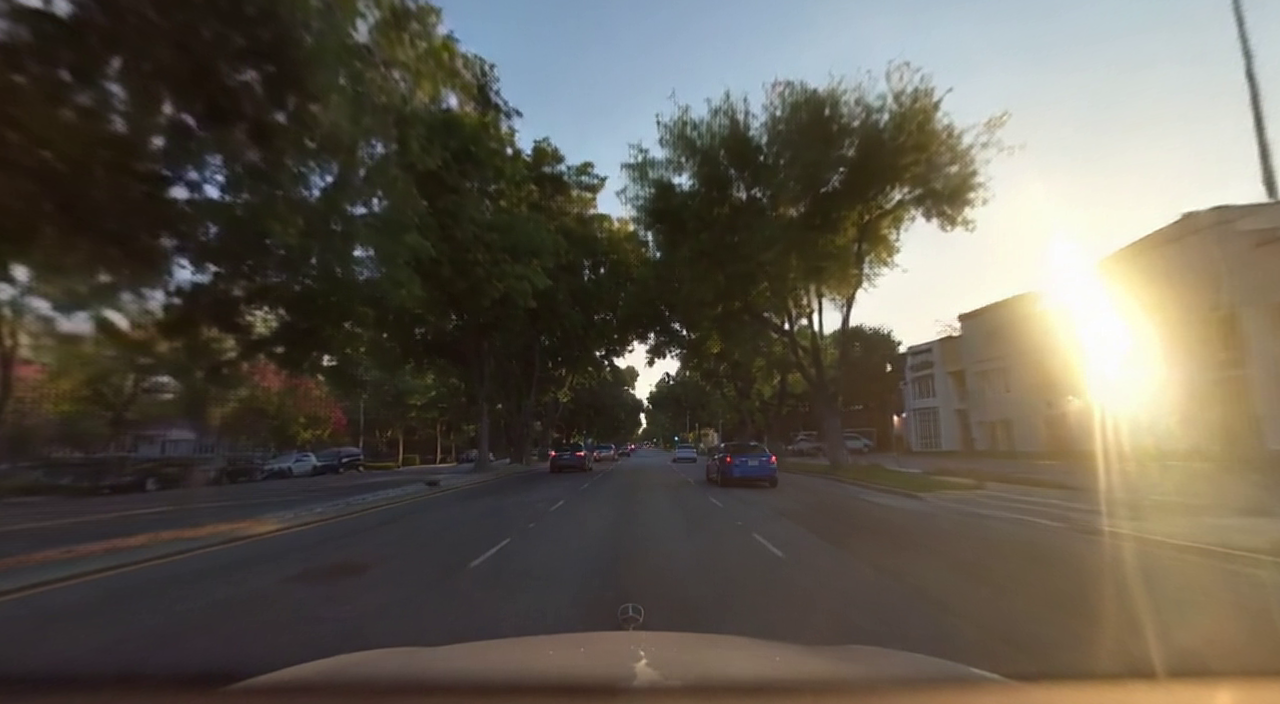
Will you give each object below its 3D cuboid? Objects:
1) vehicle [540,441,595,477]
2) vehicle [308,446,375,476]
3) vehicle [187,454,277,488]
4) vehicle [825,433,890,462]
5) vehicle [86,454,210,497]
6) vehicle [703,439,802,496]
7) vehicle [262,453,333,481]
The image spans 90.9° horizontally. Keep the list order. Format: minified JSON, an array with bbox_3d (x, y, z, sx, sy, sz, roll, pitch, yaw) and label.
[{"bbox_3d":[-3.433,5.127,30.484,2.113,1.626,4.129,0,-8,1],"label":"vehicle"},{"bbox_3d":[-22.270,8.114,47.341,2.255,2.117,5.319,-1,-8,2],"label":"vehicle"},{"bbox_3d":[-22.379,6.517,34.806,1.794,1.664,4.582,0,-8,1],"label":"vehicle"},{"bbox_3d":[16.832,7.401,49.109,2.160,2.093,5.795,1,-9,-10],"label":"vehicle"},{"bbox_3d":[-22.515,5.637,29.138,1.918,1.698,4.581,-1,-8,1],"label":"vehicle"},{"bbox_3d":[3.166,3.358,18.769,2.083,1.474,4.360,0,-8,-1],"label":"vehicle"},{"bbox_3d":[-22.257,7.469,41.182,1.887,1.669,4.753,0,-8,1],"label":"vehicle"}]
